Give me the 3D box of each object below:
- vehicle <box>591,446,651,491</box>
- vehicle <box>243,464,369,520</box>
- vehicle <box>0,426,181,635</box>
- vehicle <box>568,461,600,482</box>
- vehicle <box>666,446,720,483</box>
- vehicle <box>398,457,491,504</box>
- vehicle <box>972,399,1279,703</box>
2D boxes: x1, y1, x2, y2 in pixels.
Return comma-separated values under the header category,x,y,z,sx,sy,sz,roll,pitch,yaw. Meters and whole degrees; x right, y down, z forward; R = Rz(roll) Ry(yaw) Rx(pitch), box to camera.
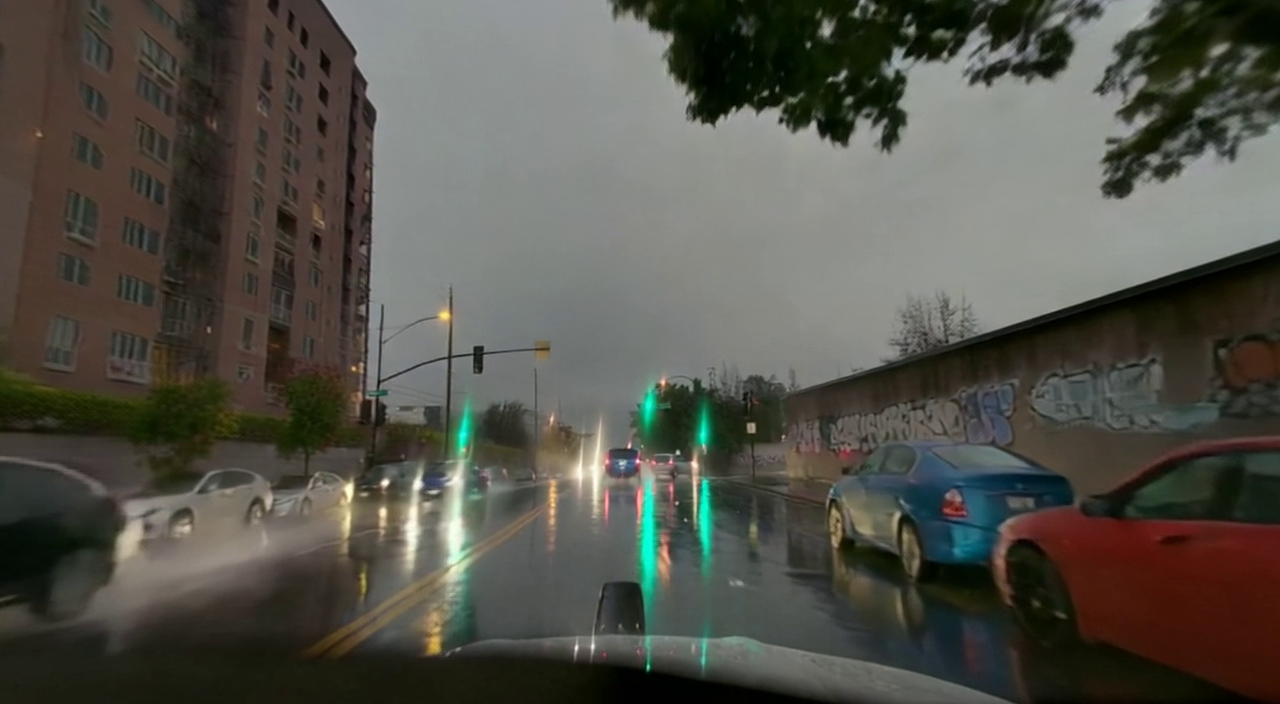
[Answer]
category,x,y,z,sx,sy,sz,roll,pitch,yaw
vehicle,-0.713,4.547,25.058,2.166,1.579,4.300,0,-8,-1
vehicle,-11.203,4.692,21.648,1.931,1.499,4.645,-2,-8,-2
vehicle,-6.473,1.493,5.172,2.147,1.747,4.409,0,-8,-1
vehicle,-4.319,9.312,49.492,2.095,1.447,4.202,0,-8,0
vehicle,2.834,5.810,32.976,2.207,1.761,4.292,-2,-9,13
vehicle,-6.820,4.511,22.593,2.040,1.402,4.237,0,-8,-1
vehicle,4.137,1.135,3.499,2.032,1.687,4.374,0,-8,-3
